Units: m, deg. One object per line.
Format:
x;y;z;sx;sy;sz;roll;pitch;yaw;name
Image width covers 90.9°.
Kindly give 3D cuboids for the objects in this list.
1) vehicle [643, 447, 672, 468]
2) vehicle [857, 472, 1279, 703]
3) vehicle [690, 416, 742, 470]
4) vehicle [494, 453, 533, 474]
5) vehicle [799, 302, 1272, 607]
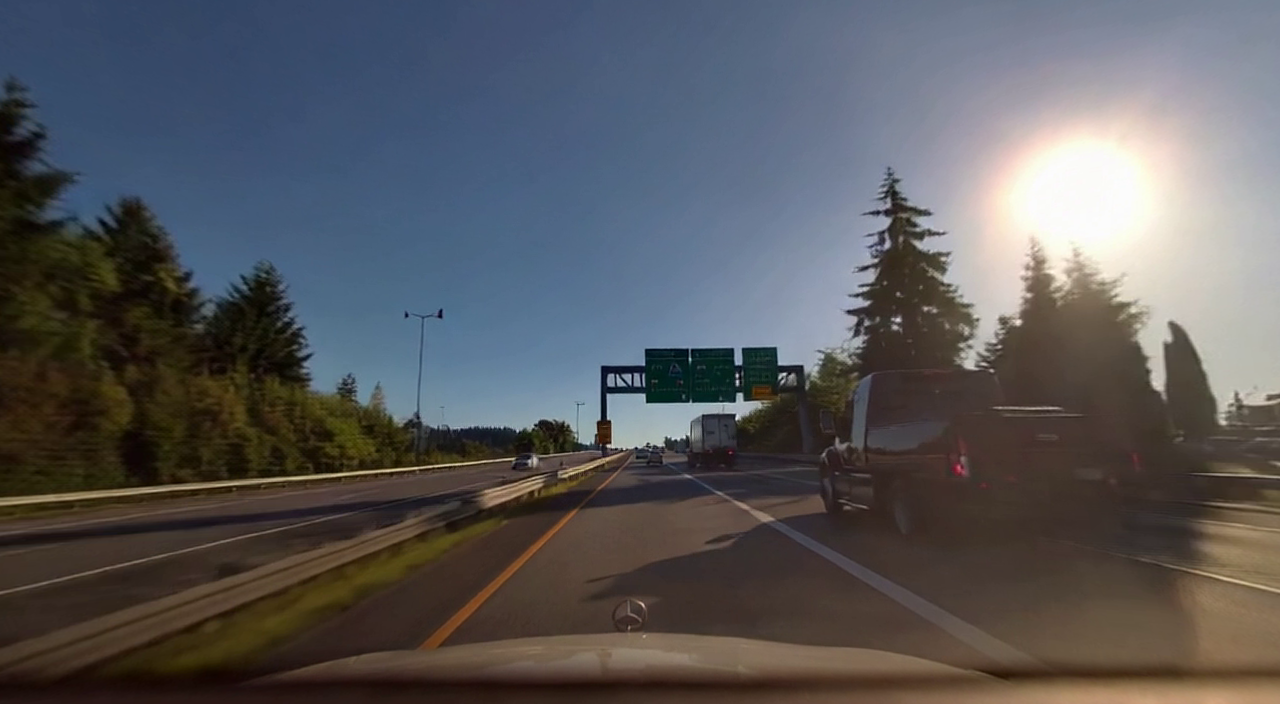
1.239;7.719;46.314;2.049;1.500;3.790;0;-9;0;vehicle
4.449;1.252;2.438;2.472;1.036;13.239;0;-9;-1;vehicle
5.092;6.289;43.574;2.743;3.367;7.306;0;-9;1;vehicle
-9.167;8.119;46.048;1.835;1.456;4.202;0;-9;2;vehicle
4.349;1.351;8.812;2.569;2.783;5.984;0;-9;-1;vehicle
